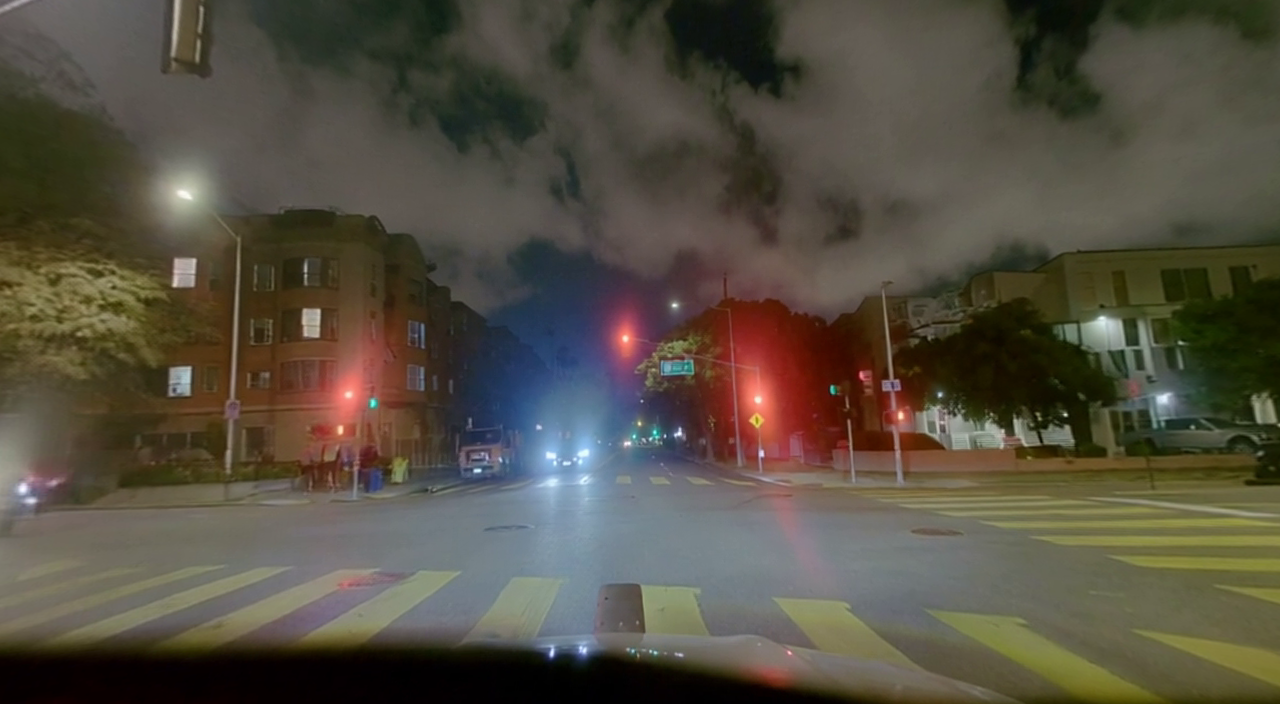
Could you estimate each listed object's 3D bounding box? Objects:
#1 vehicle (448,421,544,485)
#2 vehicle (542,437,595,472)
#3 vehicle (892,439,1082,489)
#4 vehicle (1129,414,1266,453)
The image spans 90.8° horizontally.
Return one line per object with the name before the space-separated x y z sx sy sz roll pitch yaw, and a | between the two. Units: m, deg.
vehicle | -6.468 4.689 29.609 2.896 2.560 7.322 0 -8 -1
vehicle | -3.665 5.369 33.328 2.302 1.708 4.764 0 -8 0
vehicle | 11.235 3.642 20.830 5.158 1.470 2.012 -5 -10 27
vehicle | 33.295 4.924 37.887 5.969 2.225 2.458 0 -9 -4
